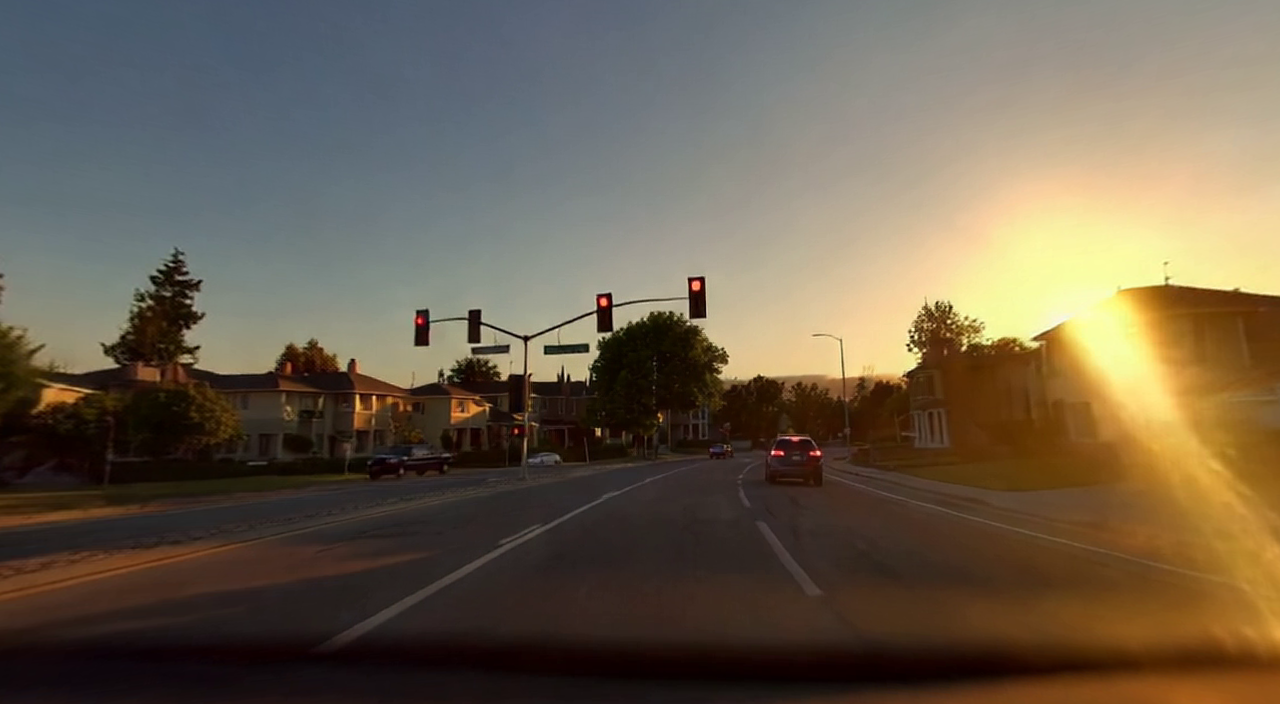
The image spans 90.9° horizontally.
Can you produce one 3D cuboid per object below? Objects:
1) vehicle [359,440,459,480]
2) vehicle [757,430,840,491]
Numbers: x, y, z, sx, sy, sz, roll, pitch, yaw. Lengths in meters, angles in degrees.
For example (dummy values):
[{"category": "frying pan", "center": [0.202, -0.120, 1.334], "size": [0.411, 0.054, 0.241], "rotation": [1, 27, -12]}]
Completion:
[{"category": "vehicle", "center": [-12.828, 5.997, 35.549], "size": [2.555, 2.009, 6.050], "rotation": [-1, -8, 9]}, {"category": "vehicle", "center": [5.286, 3.671, 21.695], "size": [2.141, 1.833, 4.704], "rotation": [-1, -8, 6]}]
